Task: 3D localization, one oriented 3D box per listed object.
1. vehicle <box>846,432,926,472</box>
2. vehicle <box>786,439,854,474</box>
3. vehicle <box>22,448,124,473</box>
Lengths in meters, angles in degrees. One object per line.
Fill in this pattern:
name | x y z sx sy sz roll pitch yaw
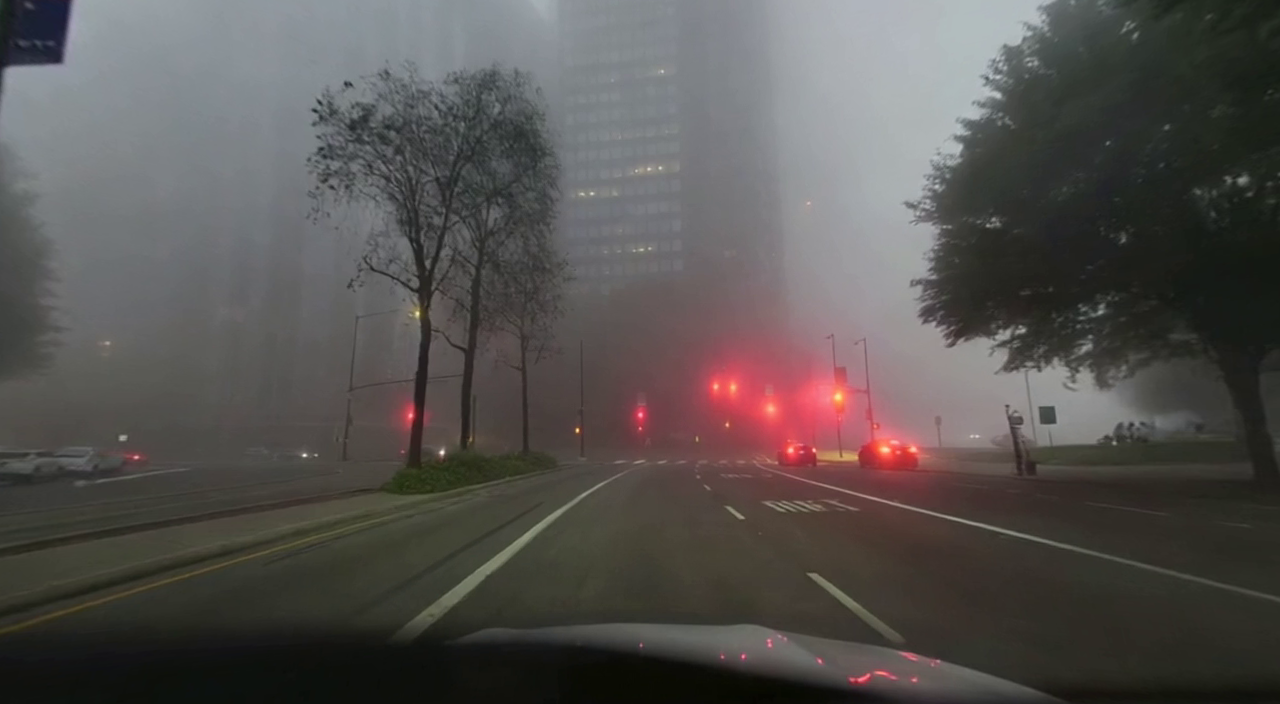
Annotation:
vehicle | 12.019 4.921 31.222 2.027 1.810 4.854 0 -9 1
vehicle | 8.339 4.897 29.777 1.936 1.489 4.885 -1 -8 2
vehicle | -34.564 6.633 38.587 4.417 1.448 1.907 0 -8 0
